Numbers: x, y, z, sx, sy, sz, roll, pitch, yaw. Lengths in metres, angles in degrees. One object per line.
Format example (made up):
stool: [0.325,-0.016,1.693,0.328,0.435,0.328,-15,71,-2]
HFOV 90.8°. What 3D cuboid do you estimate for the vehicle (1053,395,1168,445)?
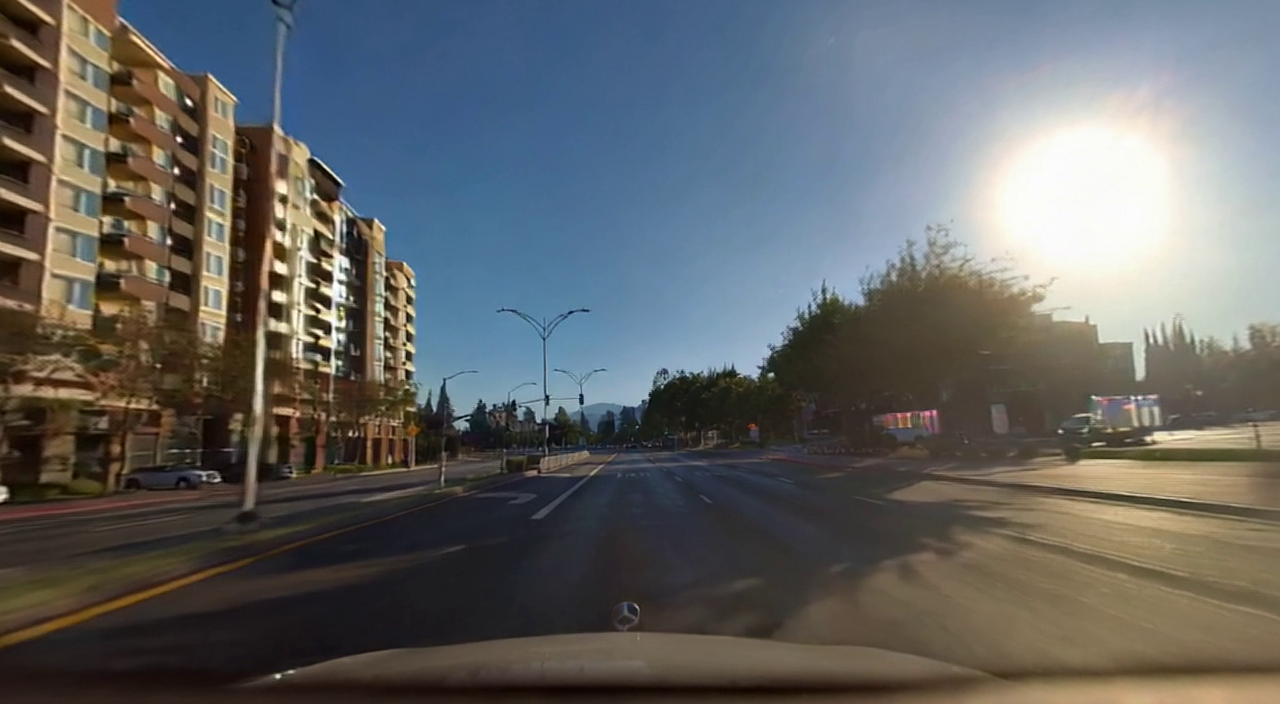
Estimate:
vehicle: [33.015,4.958,44.793,2.670,3.093,7.117,-2,-9,1]

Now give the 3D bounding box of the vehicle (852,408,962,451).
vehicle: [20.933,6.131,49.875,7.305,3.266,2.842,0,-9,-3]

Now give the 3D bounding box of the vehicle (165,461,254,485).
vehicle: [-30.545,8.583,44.943,4.821,1.605,2.028,-1,-9,0]
